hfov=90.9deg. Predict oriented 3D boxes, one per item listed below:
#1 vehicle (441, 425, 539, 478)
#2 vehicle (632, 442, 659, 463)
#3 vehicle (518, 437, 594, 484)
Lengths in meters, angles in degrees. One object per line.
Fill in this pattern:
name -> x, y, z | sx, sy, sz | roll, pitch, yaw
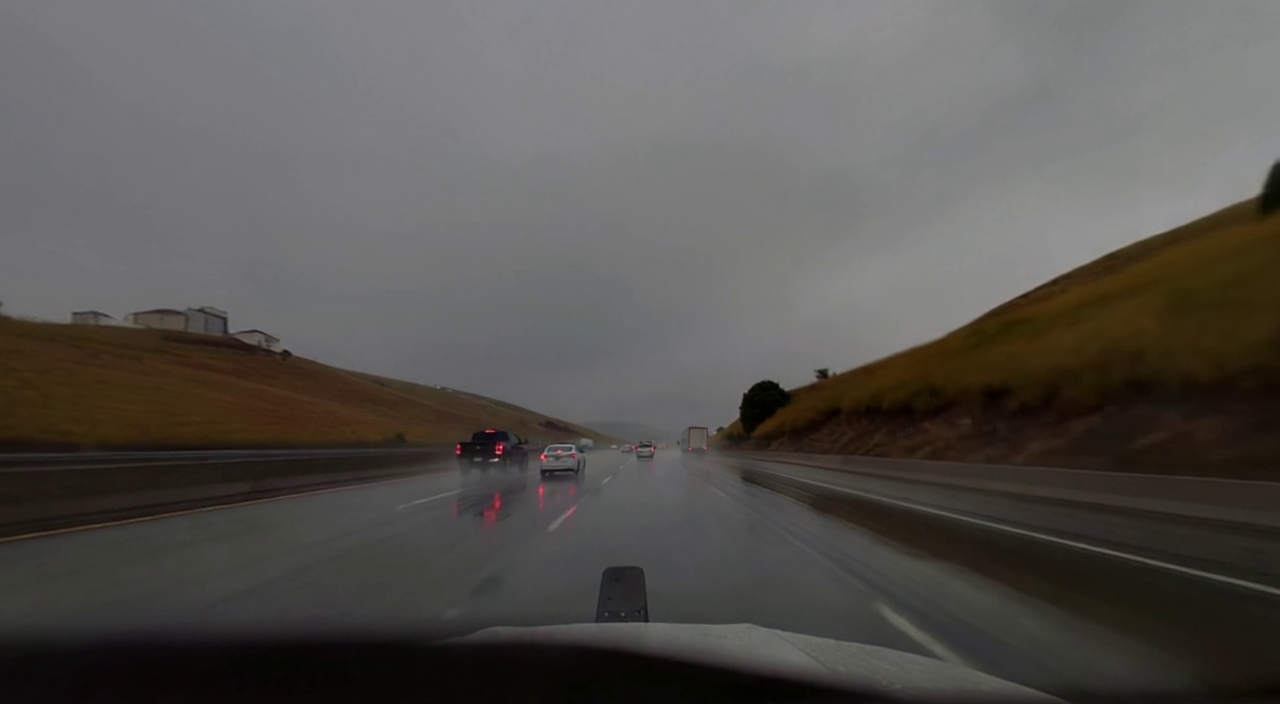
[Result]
vehicle -> -6.445, 4.404, 28.137 | 2.589, 2.063, 6.206 | 0, -8, 2
vehicle -> 0.454, 7.755, 48.852 | 2.031, 1.566, 3.904 | 0, -8, 1
vehicle -> -2.971, 3.967, 23.347 | 2.091, 1.552, 4.516 | 0, -8, 1
